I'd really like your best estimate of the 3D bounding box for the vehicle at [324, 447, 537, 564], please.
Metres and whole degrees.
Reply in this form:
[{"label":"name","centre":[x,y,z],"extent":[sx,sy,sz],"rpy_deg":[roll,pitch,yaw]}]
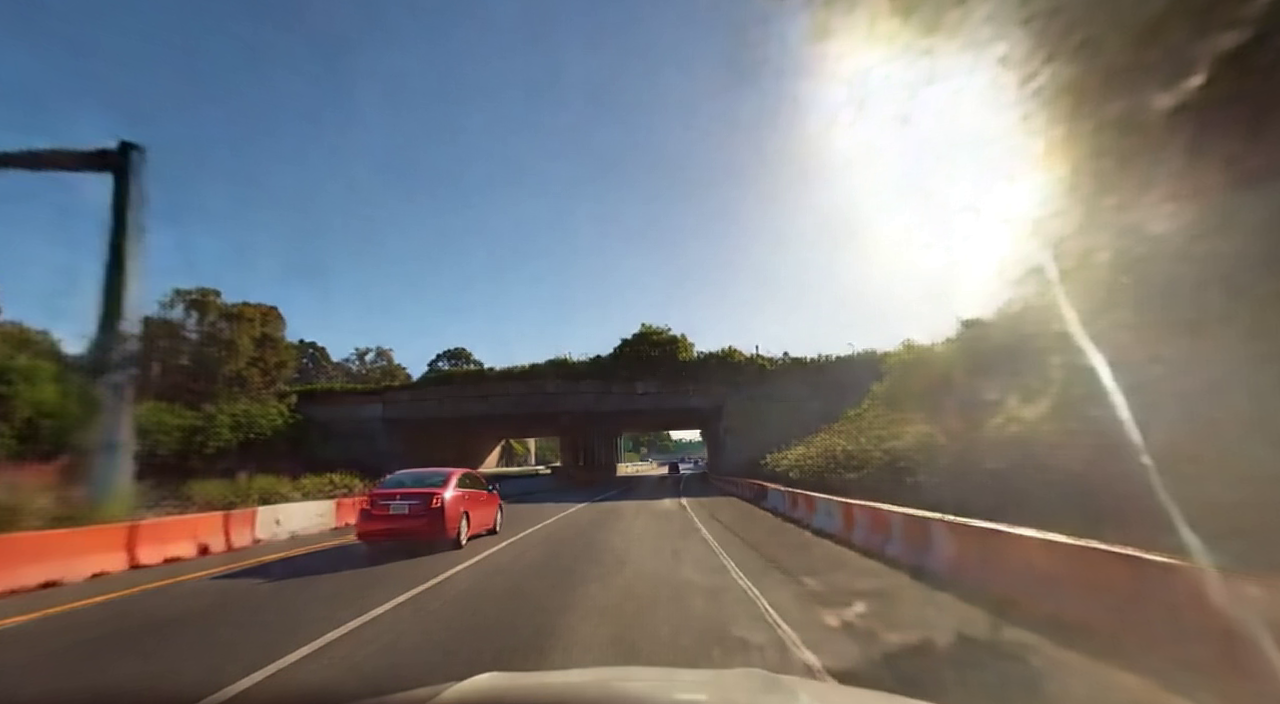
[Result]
[{"label":"vehicle","centre":[-3.041,2.331,10.089],"extent":[1.992,1.466,3.690],"rpy_deg":[0,-10,2]}]
